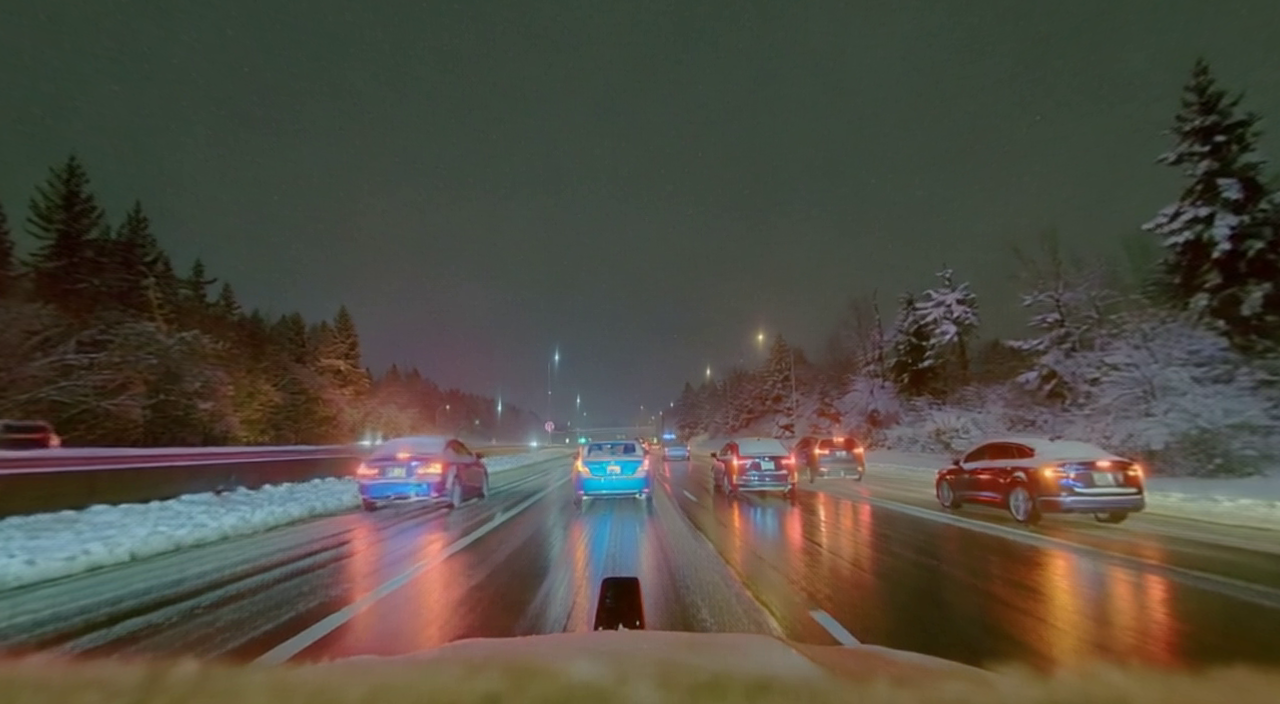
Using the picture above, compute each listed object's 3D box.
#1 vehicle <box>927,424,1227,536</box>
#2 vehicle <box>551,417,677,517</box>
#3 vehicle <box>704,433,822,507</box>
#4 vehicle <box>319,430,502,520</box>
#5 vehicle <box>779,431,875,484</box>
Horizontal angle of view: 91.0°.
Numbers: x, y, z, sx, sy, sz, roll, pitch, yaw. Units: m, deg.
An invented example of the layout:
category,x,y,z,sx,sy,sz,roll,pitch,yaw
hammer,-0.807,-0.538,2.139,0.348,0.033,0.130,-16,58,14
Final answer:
category,x,y,z,sx,sy,sz,roll,pitch,yaw
vehicle,7.640,2.277,11.819,2.106,1.641,4.671,1,-9,-3
vehicle,-0.486,2.316,13.042,2.181,1.728,3.970,0,-9,-1
vehicle,2.846,2.839,15.567,1.975,1.532,4.227,1,-9,-1
vehicle,-4.555,2.524,13.502,2.071,1.537,4.912,0,-9,0
vehicle,6.727,3.855,23.212,2.022,1.735,4.400,1,-9,-2
